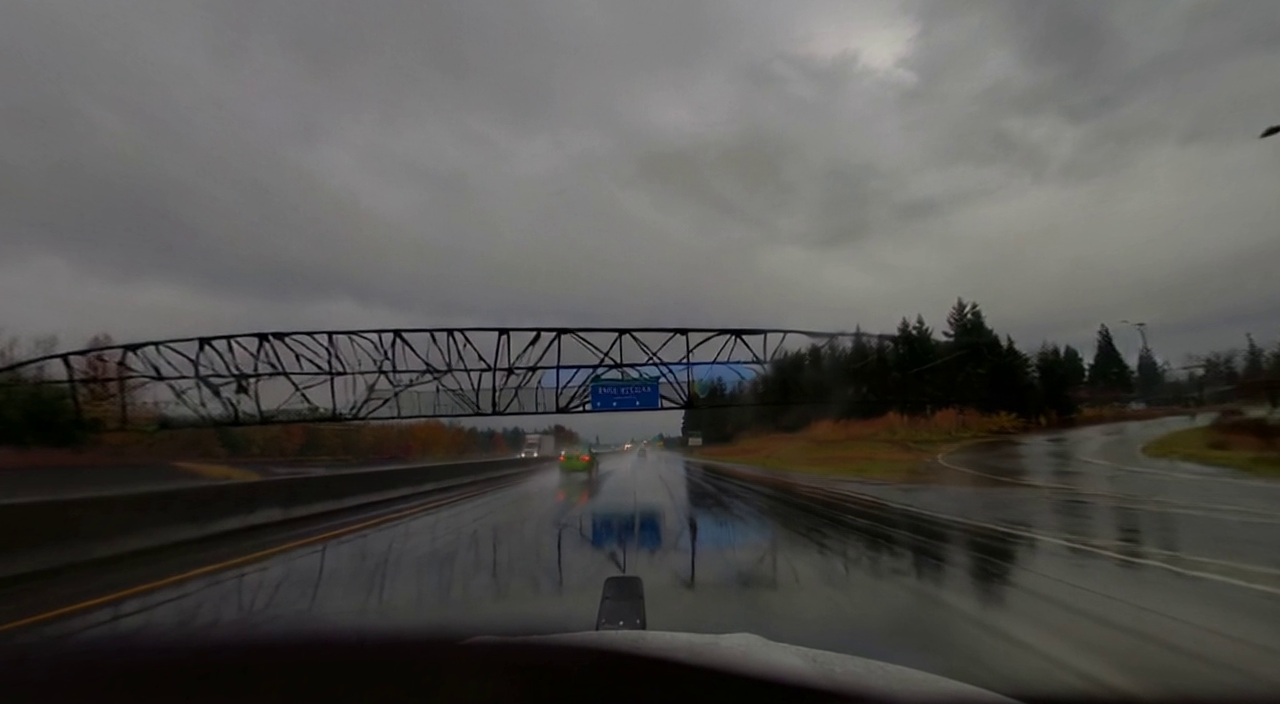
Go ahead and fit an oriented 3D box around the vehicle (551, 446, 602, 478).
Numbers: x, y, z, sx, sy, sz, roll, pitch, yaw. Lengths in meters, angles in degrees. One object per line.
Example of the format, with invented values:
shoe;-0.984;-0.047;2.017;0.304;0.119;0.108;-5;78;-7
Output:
vehicle;-3.247;5.729;33.140;2.180;1.537;4.459;0;-9;0
